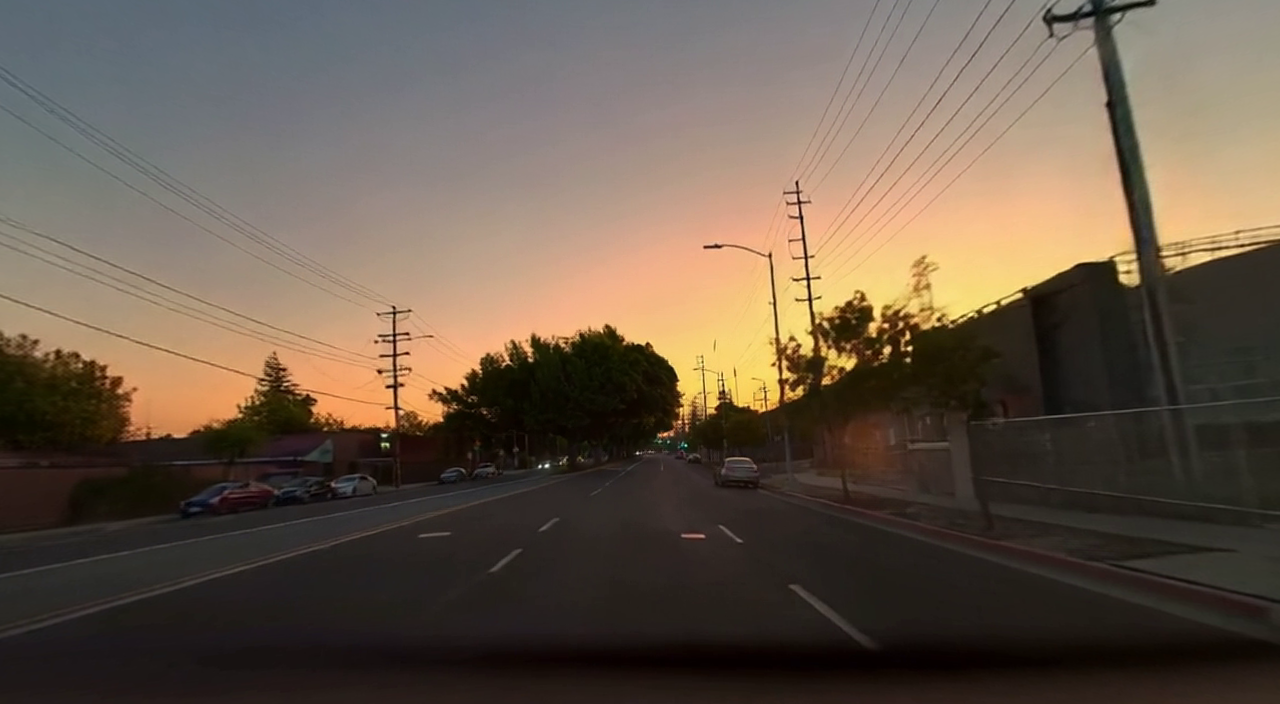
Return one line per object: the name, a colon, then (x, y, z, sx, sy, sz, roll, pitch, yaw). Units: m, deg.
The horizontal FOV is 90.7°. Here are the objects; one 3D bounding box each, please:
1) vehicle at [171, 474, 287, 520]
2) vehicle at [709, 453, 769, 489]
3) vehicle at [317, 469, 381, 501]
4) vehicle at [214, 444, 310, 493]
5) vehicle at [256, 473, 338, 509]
vehicle: (-17.408, 6.138, 27.124, 1.892, 1.515, 4.622, -6, -11, 0)
vehicle: (4.459, 5.403, 29.111, 2.002, 1.459, 4.357, 0, -9, 0)
vehicle: (-17.379, 7.912, 37.996, 1.852, 1.551, 4.276, -6, -10, -1)
vehicle: (-24.789, 7.672, 41.717, 4.857, 2.616, 2.616, -3, -10, -16)
vehicle: (-17.437, 7.031, 32.398, 1.845, 1.450, 4.457, -6, -10, -1)
